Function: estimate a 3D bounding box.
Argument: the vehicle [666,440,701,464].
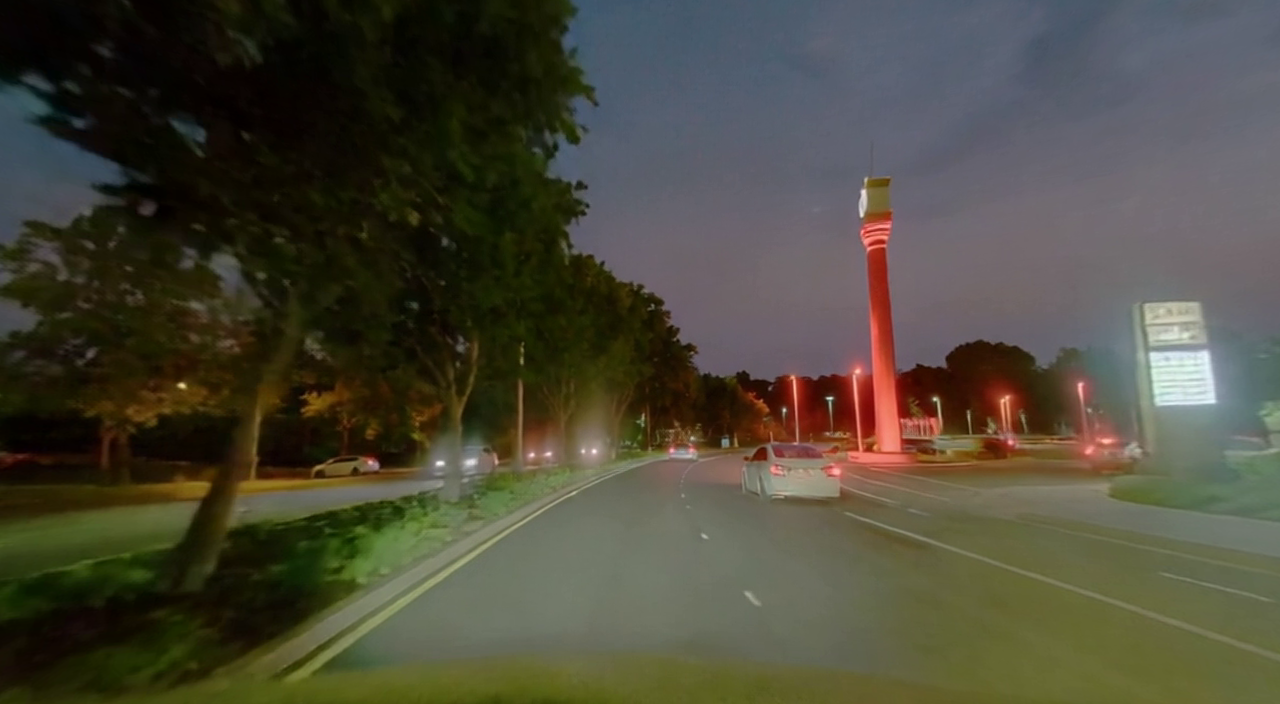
[{"bbox_3d":[3.286,7.446,47.308,2.123,1.703,4.292,-2,-9,10],"label":"vehicle"}]

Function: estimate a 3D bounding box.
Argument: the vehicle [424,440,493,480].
[{"bbox_3d":[-8.485,5.049,29.906,2.045,1.689,4.545,0,-8,-2],"label":"vehicle"}]

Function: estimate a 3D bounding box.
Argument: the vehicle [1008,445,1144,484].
[{"bbox_3d":[17.565,4.491,25.501,4.653,1.471,1.850,2,-9,-16],"label":"vehicle"}]

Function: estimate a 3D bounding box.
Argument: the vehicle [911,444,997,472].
[{"bbox_3d":[19.761,6.696,39.845,4.512,1.561,1.846,-8,-12,32],"label":"vehicle"}]

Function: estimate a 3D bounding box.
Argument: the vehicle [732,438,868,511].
[{"bbox_3d":[3.701,2.922,15.684,2.132,1.497,4.827,0,-8,0],"label":"vehicle"}]

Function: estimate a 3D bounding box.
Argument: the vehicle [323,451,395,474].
[{"bbox_3d":[-20.298,7.978,45.712,4.389,1.518,1.930,-2,-9,9],"label":"vehicle"}]
